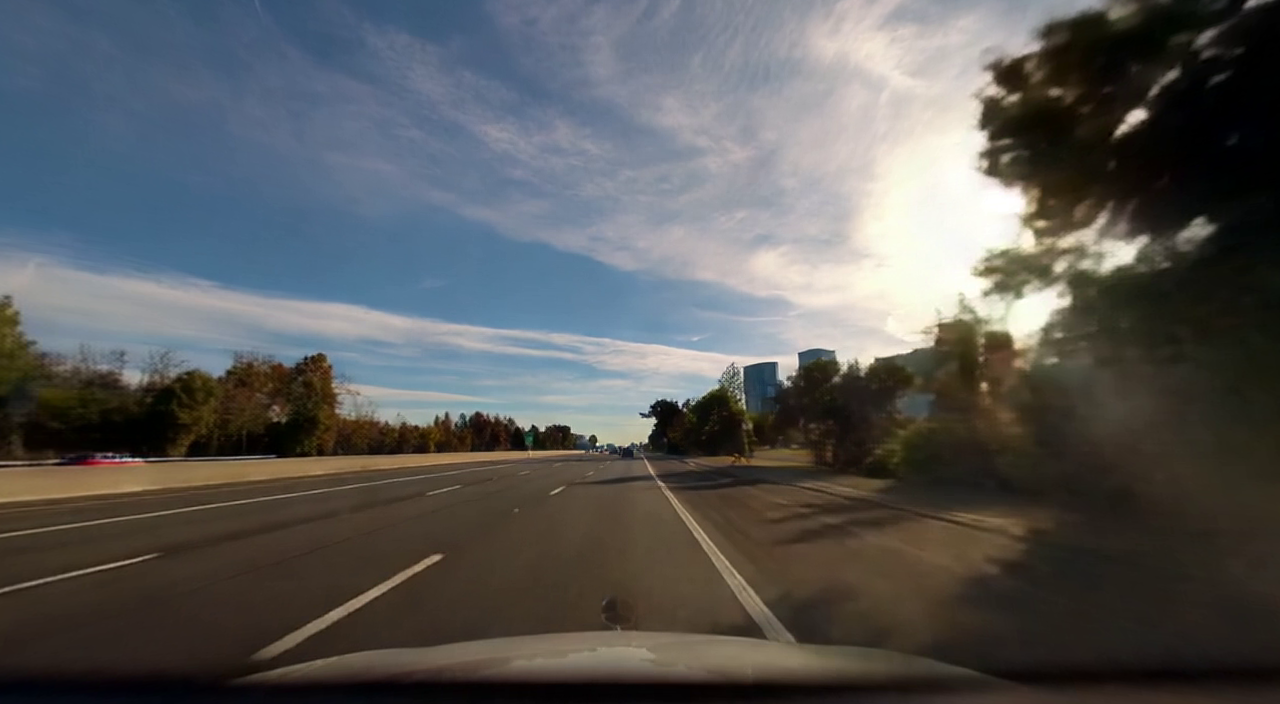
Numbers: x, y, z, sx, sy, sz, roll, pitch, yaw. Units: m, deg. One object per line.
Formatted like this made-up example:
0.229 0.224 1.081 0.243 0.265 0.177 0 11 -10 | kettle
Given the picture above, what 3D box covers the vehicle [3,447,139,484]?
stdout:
-26.712 5.315 29.928 1.923 1.563 4.762 0 -9 1 | vehicle
